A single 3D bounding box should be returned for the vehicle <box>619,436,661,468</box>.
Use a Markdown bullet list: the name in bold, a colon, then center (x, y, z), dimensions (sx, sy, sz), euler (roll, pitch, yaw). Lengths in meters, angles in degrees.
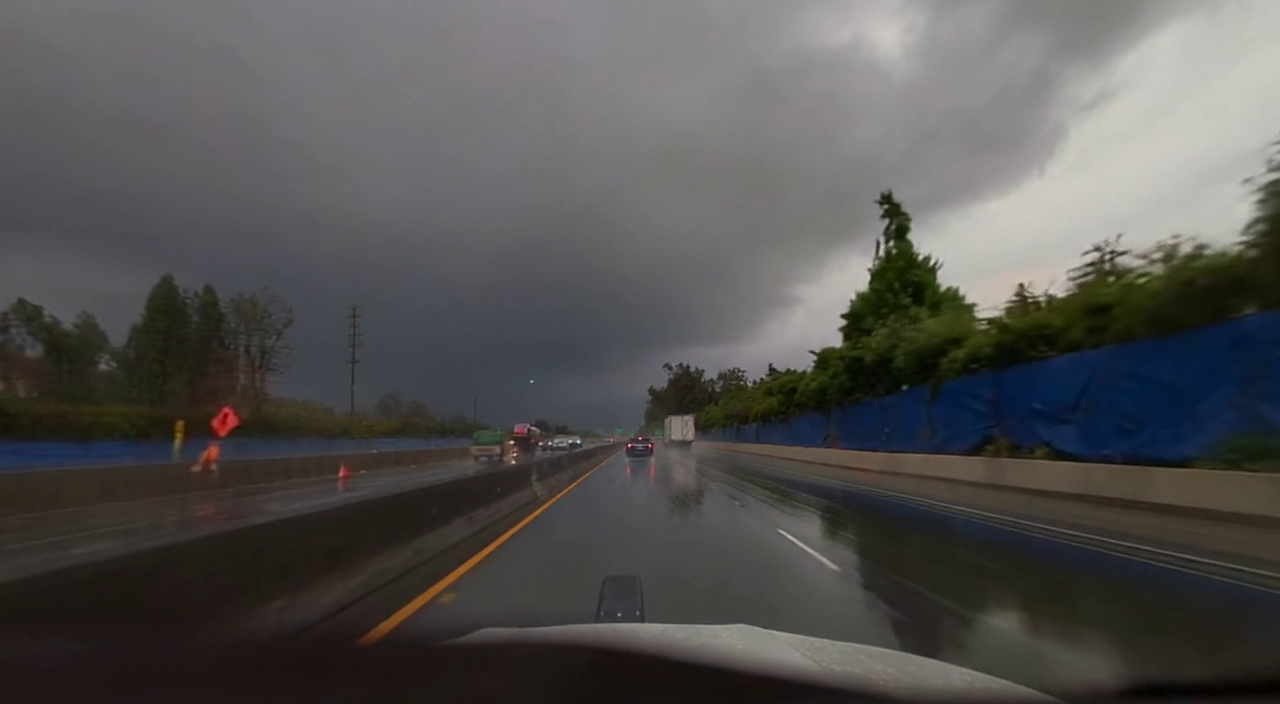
- **vehicle**: center (-0.019, 5.077, 32.044), dimensions (2.004, 1.472, 4.075), euler (0, -8, -1)
